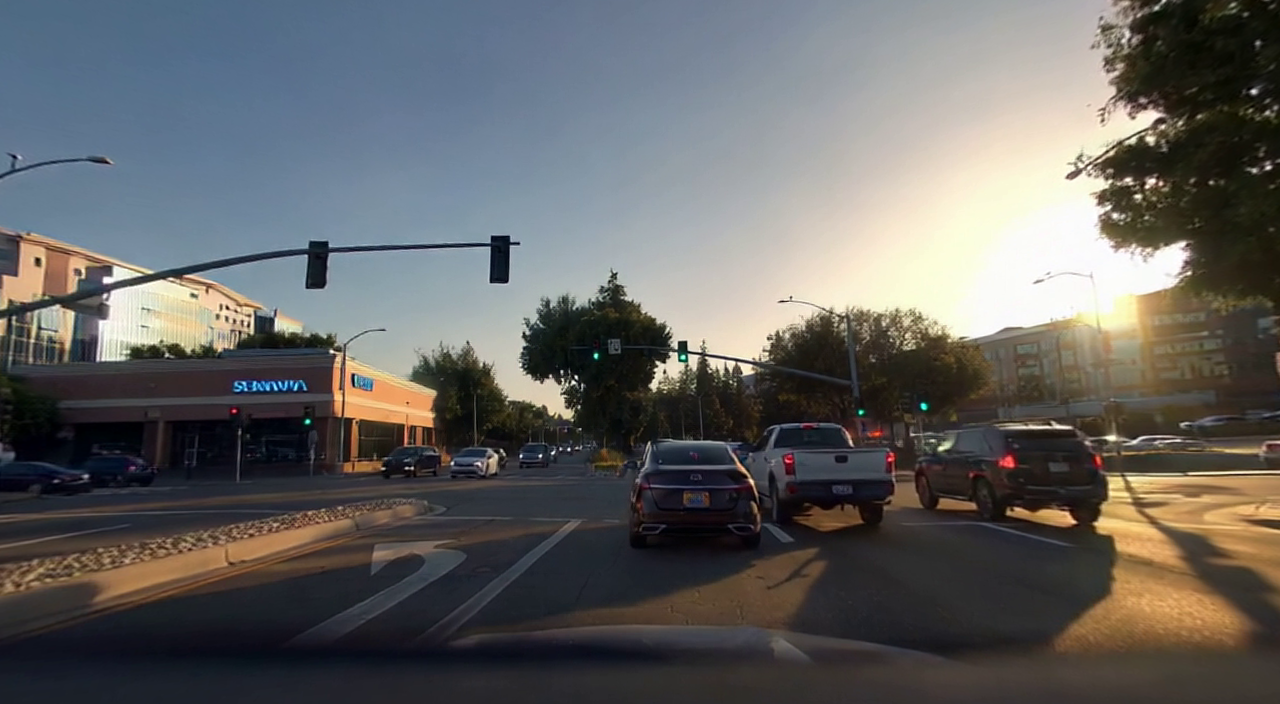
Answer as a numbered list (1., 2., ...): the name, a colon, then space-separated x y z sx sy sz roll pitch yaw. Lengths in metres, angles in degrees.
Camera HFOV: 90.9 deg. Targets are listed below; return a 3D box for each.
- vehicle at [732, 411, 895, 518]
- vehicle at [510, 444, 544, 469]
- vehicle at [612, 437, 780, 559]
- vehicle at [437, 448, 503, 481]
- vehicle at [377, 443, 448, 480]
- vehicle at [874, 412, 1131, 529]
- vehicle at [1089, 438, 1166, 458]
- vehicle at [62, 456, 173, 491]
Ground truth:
1. vehicle: 3.854 2.626 15.290 2.358 2.116 5.328 0 -8 -1
2. vehicle: -8.491 7.828 47.653 1.904 1.789 4.021 0 -8 -1
3. vehicle: 0.610 2.053 9.607 2.038 1.447 3.756 0 -8 -2
4. vehicle: -8.185 5.438 30.788 2.002 1.469 4.301 0 -8 0
5. vehicle: -12.066 5.816 33.793 1.991 1.844 4.393 0 -8 2
6. vehicle: 7.287 2.445 13.650 2.323 2.009 5.266 0 -8 -1
7. vehicle: 36.333 7.181 47.074 4.230 1.449 1.782 0 -8 2
8. vehicle: -29.064 6.734 35.148 4.789 1.828 2.025 -2 -8 11
